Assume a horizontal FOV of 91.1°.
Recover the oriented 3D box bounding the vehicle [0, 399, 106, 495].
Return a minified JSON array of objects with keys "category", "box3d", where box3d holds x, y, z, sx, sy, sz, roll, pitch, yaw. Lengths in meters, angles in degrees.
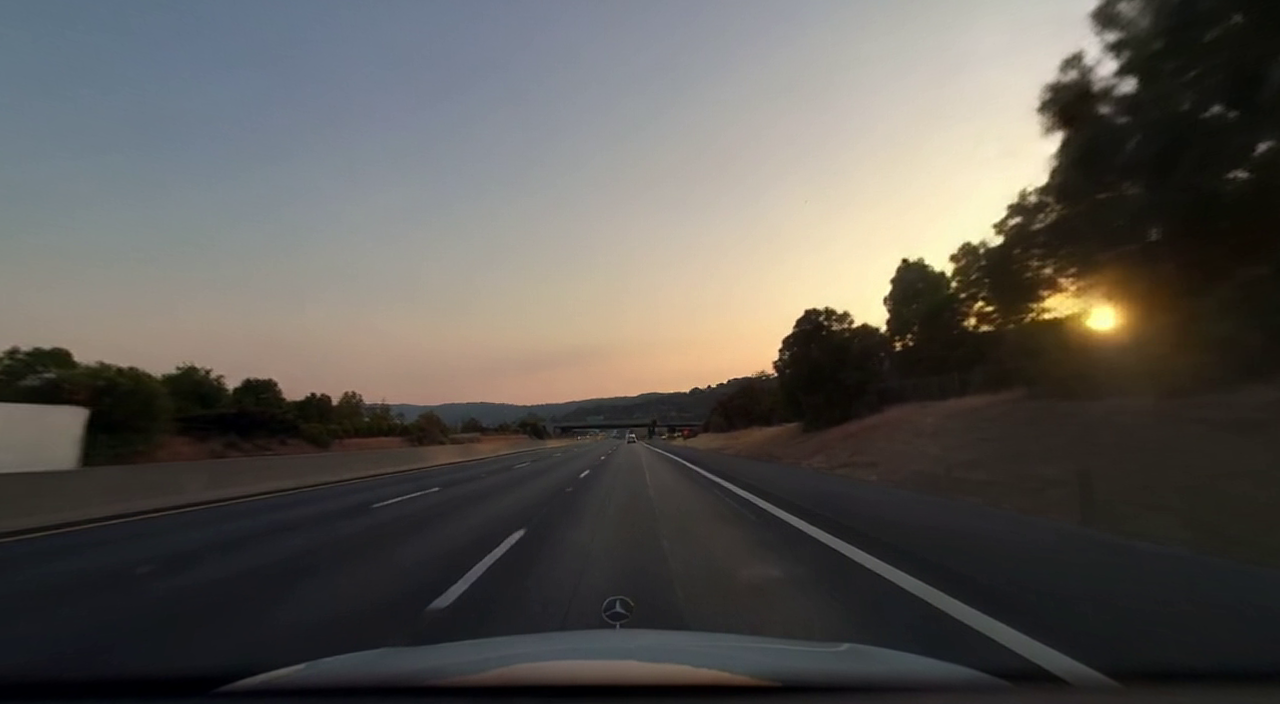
[{"category":"vehicle","box3d":[-23.451,2.989,19.552,3.053,3.257,12.376,0,-8,-1]}]
